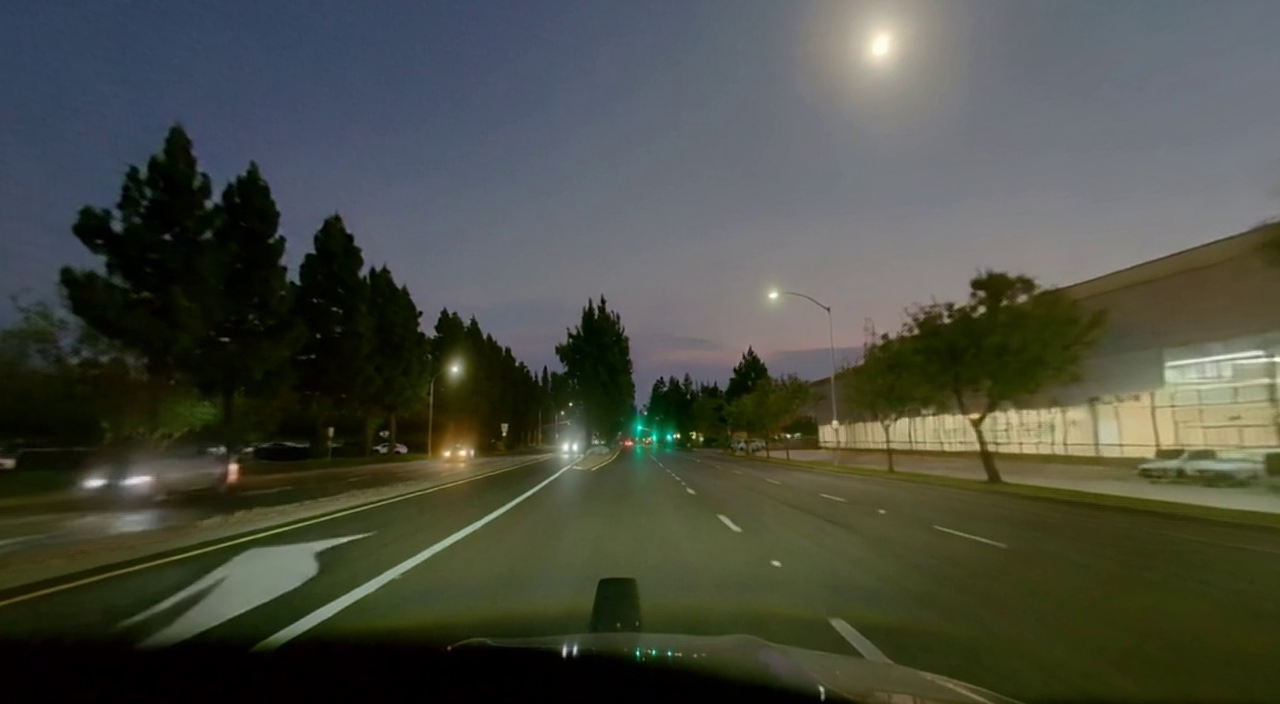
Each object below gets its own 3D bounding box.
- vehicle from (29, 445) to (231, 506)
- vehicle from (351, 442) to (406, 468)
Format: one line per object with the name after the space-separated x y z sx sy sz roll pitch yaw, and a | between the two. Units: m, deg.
-14.263 3.429 18.160 1.950 1.505 4.733 0 -8 -2 | vehicle
-17.850 7.045 43.370 1.977 1.664 4.562 0 -8 -2 | vehicle
